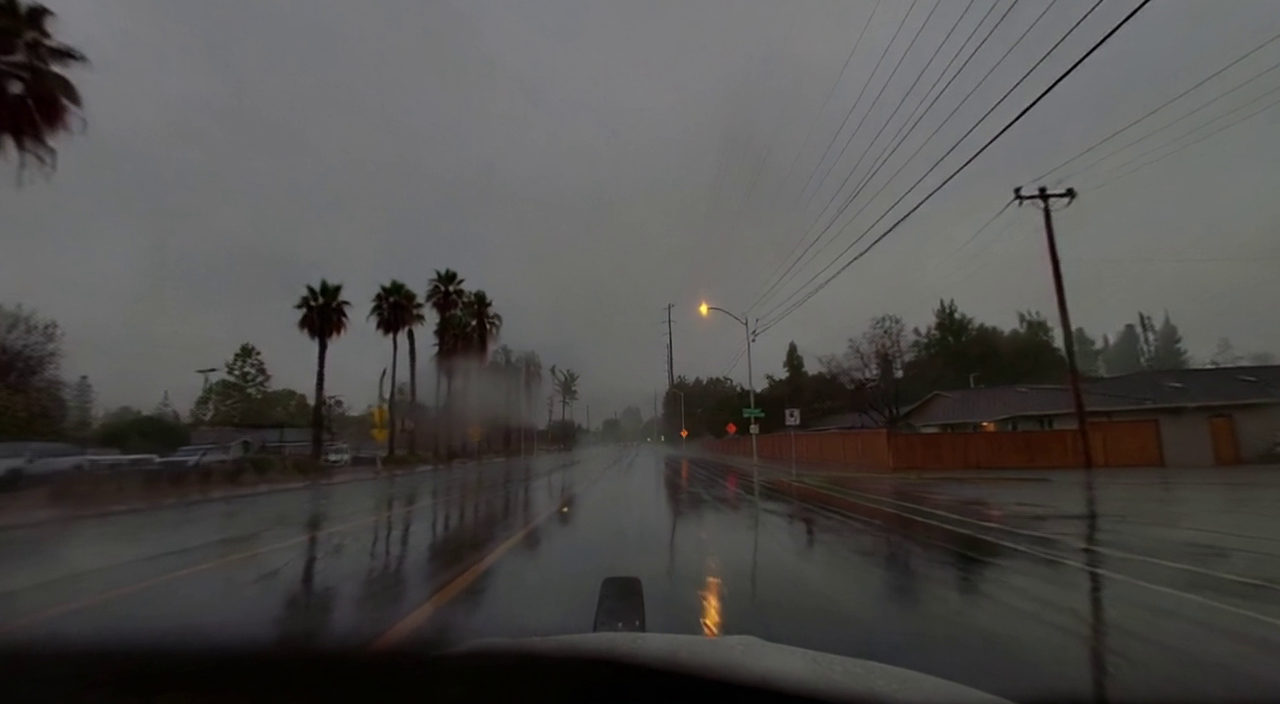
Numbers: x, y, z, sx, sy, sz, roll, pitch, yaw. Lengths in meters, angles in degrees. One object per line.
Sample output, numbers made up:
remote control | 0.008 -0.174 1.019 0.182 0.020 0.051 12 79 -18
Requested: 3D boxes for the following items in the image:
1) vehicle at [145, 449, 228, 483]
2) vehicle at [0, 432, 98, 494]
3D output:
vehicle | -26.054 6.564 36.263 4.546 1.479 2.103 -9 -8 28
vehicle | -31.565 5.796 33.756 3.668 2.687 5.473 0 -6 -43
